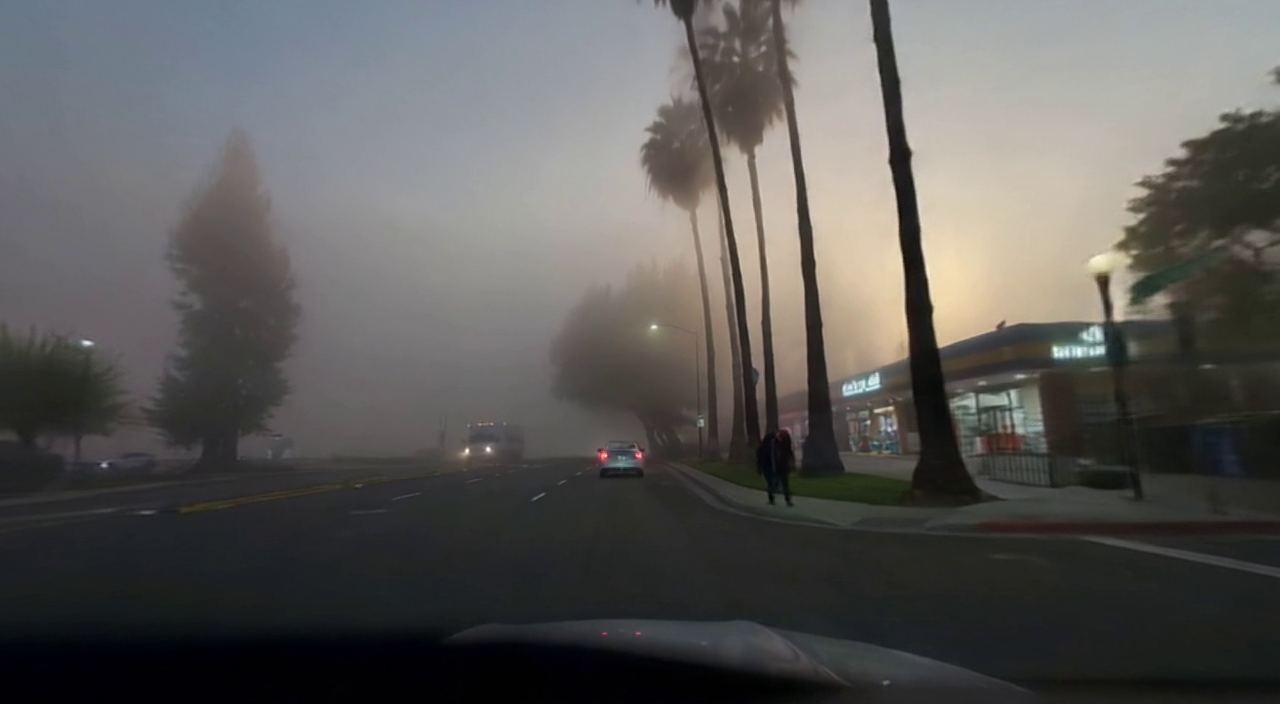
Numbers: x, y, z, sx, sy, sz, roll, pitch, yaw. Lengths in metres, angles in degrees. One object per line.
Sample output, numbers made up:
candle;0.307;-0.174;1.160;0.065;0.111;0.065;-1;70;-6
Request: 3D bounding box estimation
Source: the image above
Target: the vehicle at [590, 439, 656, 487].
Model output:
vehicle;-0.579;3.807;22.034;2.076;1.486;4.119;0;-9;-1
